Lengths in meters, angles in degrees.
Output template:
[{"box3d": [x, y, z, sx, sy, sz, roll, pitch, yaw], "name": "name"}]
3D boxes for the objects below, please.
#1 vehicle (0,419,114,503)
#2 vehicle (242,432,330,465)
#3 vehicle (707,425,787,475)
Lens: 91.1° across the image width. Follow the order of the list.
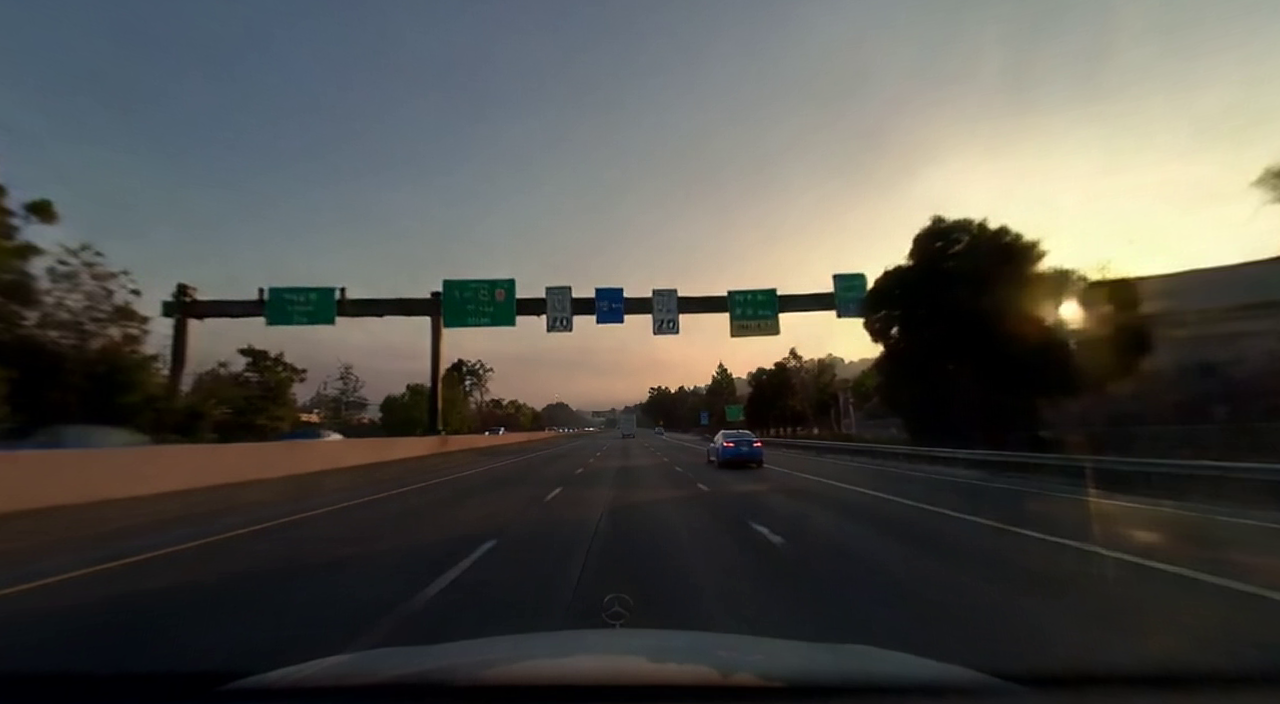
[{"box3d": [-12.923, 2.096, 12.175, 1.862, 1.546, 4.126, 0, -8, 0], "name": "vehicle"}, {"box3d": [-16.869, 4.598, 30.203, 1.833, 1.489, 4.050, 0, -8, 0], "name": "vehicle"}, {"box3d": [3.618, 3.380, 22.030, 1.973, 1.563, 3.959, 0, -8, -2], "name": "vehicle"}]
